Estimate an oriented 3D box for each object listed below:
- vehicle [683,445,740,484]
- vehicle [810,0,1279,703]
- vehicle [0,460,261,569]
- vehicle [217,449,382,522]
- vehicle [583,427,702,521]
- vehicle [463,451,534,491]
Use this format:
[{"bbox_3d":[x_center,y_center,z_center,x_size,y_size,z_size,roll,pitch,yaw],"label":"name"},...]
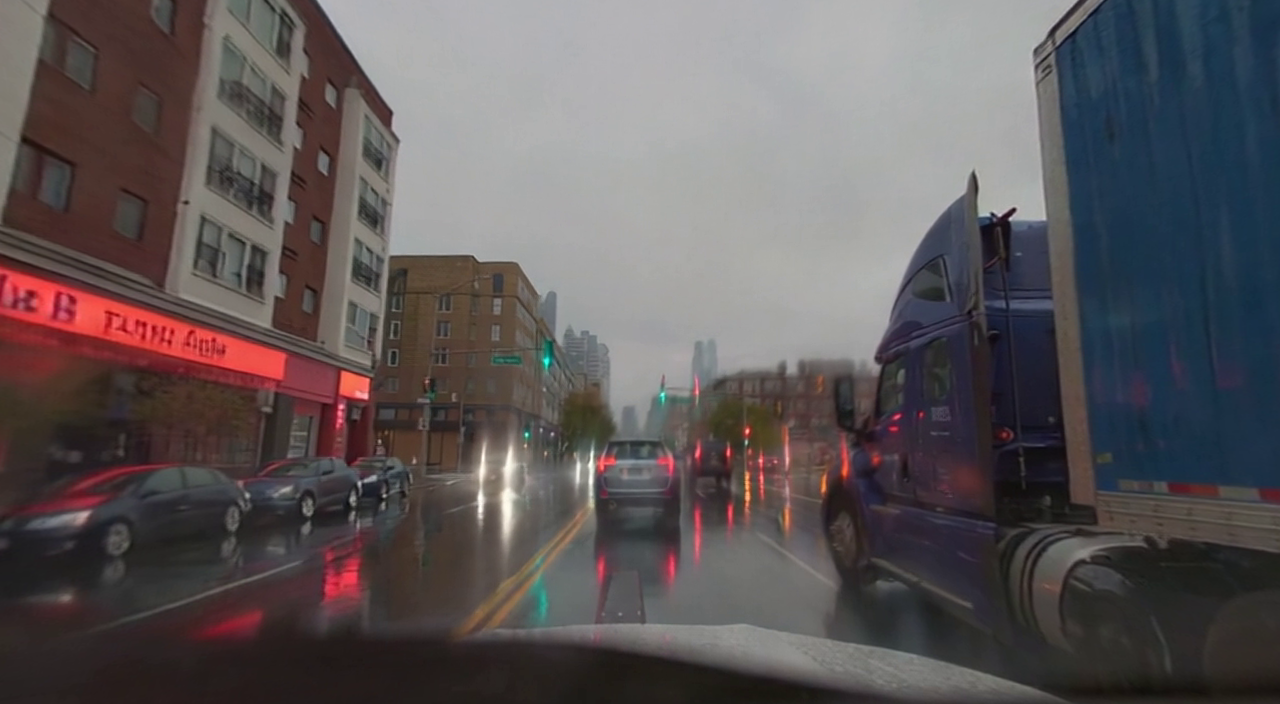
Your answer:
[{"bbox_3d":[3.326,5.349,30.316,2.159,1.696,4.316,0,-8,-1],"label":"vehicle"},{"bbox_3d":[3.289,-0.178,1.630,2.913,3.771,9.716,0,-8,0],"label":"vehicle"},{"bbox_3d":[-8.800,2.648,11.034,1.805,1.379,4.359,0,-8,-2],"label":"vehicle"},{"bbox_3d":[-8.940,3.488,17.146,2.084,1.686,4.422,0,-8,-1],"label":"vehicle"},{"bbox_3d":[0.102,2.710,14.593,2.283,1.783,4.548,-1,-8,1],"label":"vehicle"},{"bbox_3d":[-5.937,5.017,27.033,1.947,1.462,4.640,0,-8,0],"label":"vehicle"}]
